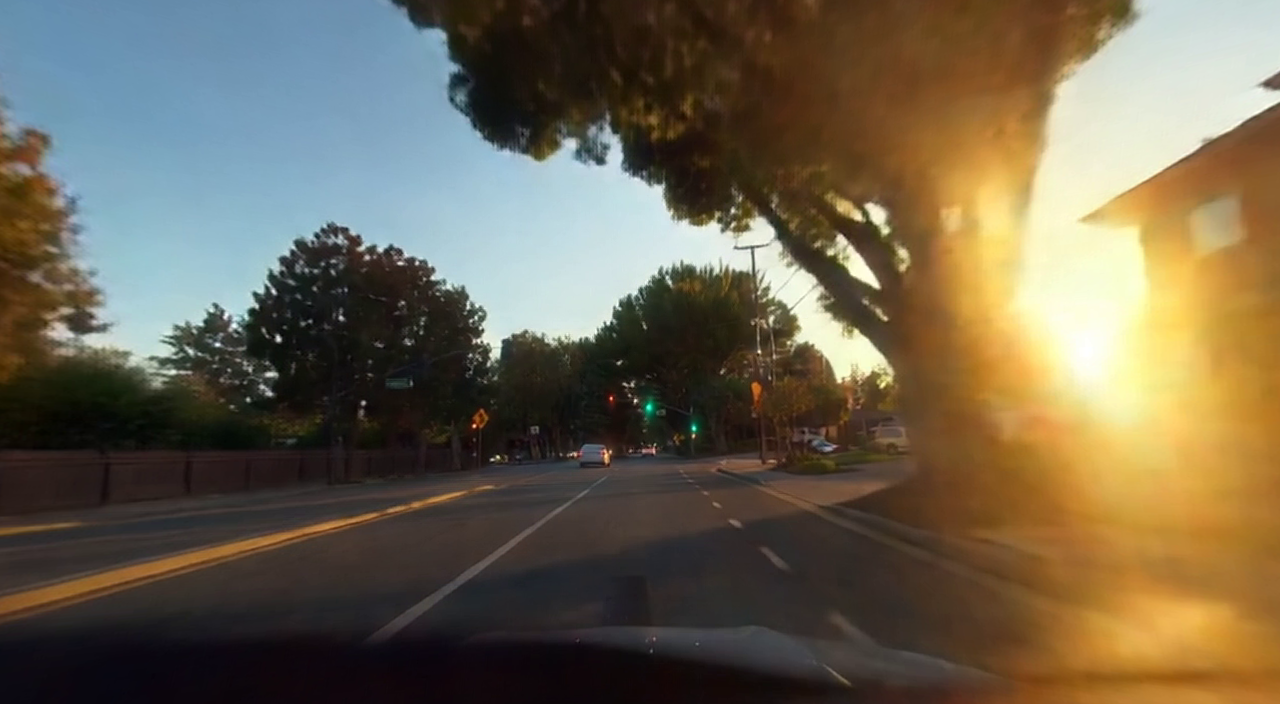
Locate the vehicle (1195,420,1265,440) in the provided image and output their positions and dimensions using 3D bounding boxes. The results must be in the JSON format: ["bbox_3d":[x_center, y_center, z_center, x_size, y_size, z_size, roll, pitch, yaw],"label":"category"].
[{"bbox_3d":[44.546,5.889,47.603,3.617,1.472,1.738,0,-9,-4],"label":"vehicle"}]

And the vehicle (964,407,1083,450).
[{"bbox_3d":[28.389,5.690,46.801,7.116,3.077,2.655,1,-9,-5],"label":"vehicle"}]

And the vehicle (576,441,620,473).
[{"bbox_3d":[-2.345,6.012,36.444,2.084,1.701,4.734,0,-9,2],"label":"vehicle"}]

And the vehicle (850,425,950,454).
[{"bbox_3d":[18.976,6.388,46.182,6.313,2.043,2.272,0,-9,-3],"label":"vehicle"}]
